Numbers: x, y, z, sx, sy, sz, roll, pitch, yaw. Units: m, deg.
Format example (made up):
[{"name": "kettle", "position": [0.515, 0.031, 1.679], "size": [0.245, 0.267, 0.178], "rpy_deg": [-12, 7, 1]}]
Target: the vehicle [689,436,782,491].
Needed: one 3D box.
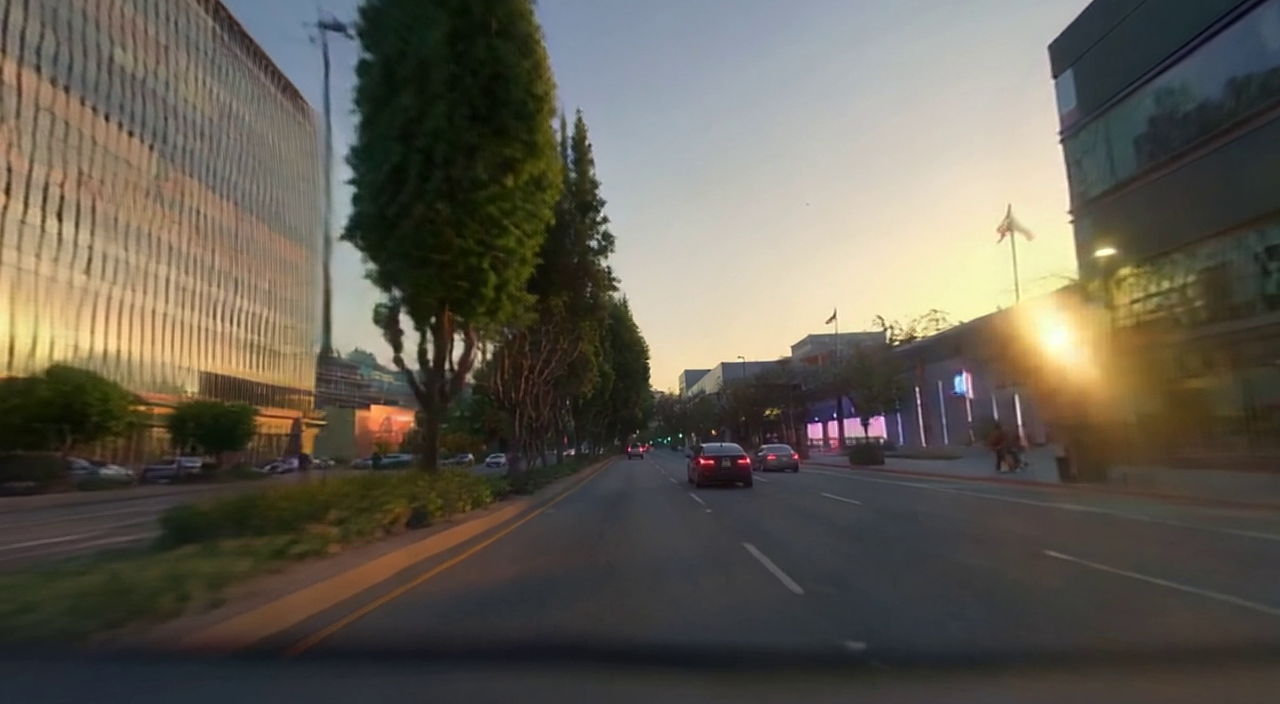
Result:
[{"name": "vehicle", "position": [2.805, 3.414, 19.723], "size": [2.131, 1.491, 4.496], "rpy_deg": [0, -8, -1]}]
